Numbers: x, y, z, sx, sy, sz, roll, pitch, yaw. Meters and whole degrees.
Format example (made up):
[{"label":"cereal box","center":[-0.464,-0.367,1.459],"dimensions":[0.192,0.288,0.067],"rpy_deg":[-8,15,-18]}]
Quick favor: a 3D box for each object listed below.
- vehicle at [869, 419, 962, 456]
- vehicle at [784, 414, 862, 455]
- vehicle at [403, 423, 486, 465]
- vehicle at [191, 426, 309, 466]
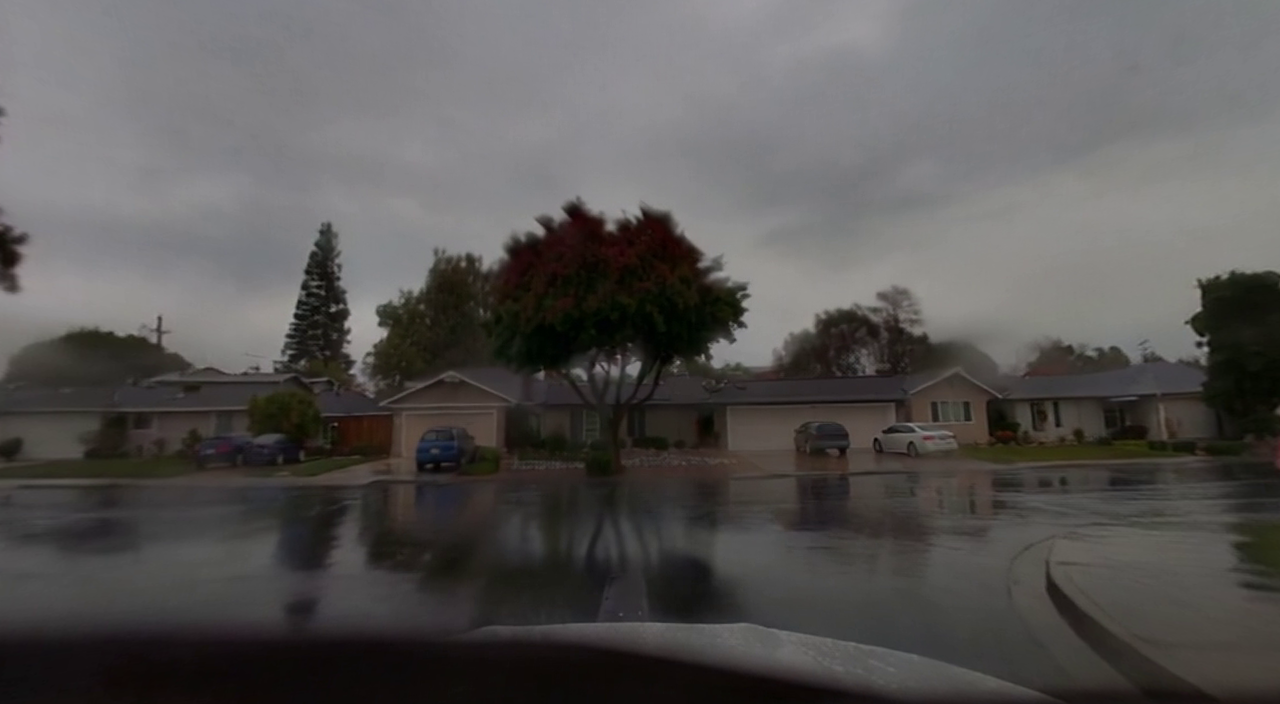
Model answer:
[{"label":"vehicle","center":[12.359,3.916,28.656],"dimensions":[1.873,1.556,4.216],"rpy_deg":[1,-9,-8]},{"label":"vehicle","center":[8.357,3.872,29.280],"dimensions":[1.937,1.731,4.179],"rpy_deg":[1,-9,-6]},{"label":"vehicle","center":[-8.325,4.017,27.425],"dimensions":[1.942,1.651,4.655],"rpy_deg":[0,-8,2]},{"label":"vehicle","center":[-17.811,4.332,29.145],"dimensions":[1.942,1.700,4.478],"rpy_deg":[-2,-9,13]}]
